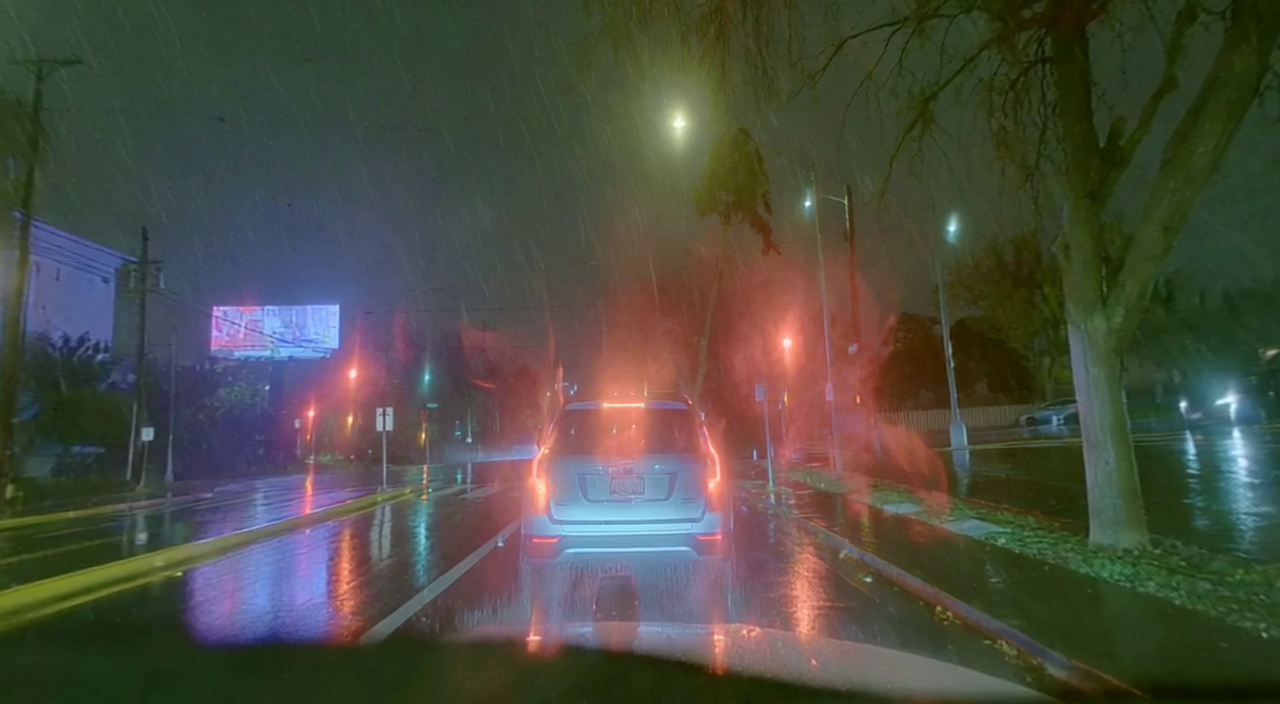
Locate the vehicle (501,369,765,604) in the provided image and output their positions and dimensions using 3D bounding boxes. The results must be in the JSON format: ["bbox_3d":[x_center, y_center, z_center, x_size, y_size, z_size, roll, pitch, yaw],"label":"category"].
[{"bbox_3d":[-0.060,1.365,7.131,2.142,1.904,3.816,-1,-8,0],"label":"vehicle"}]

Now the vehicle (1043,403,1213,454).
[{"bbox_3d":[15.273,2.450,19.933,3.750,1.502,1.781,-2,-8,13],"label":"vehicle"}]
